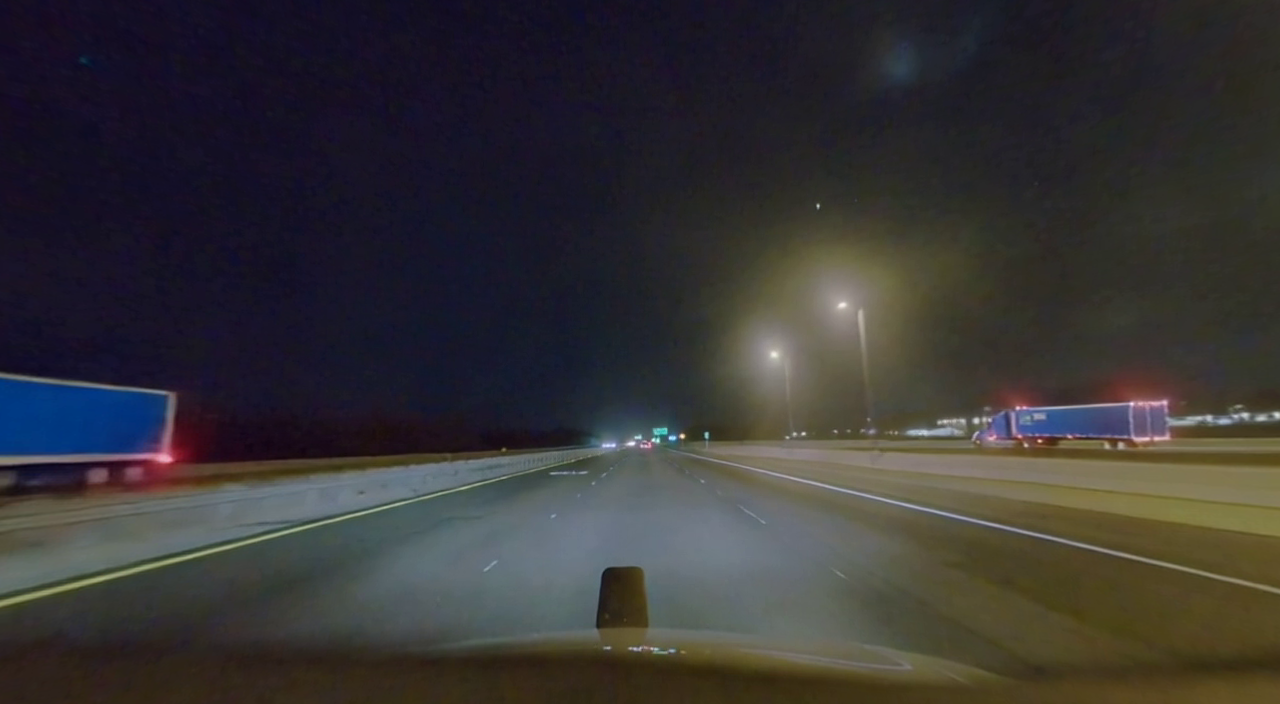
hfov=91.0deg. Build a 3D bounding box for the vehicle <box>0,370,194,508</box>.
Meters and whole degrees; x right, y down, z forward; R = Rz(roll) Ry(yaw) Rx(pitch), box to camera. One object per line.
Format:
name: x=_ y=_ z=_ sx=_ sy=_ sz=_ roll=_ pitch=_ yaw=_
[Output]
vehicle: x=-20.358 y=3.126 z=22.402 sx=2.889 sy=4.041 sz=8.073 roll=0 pitch=-8 yaw=0
